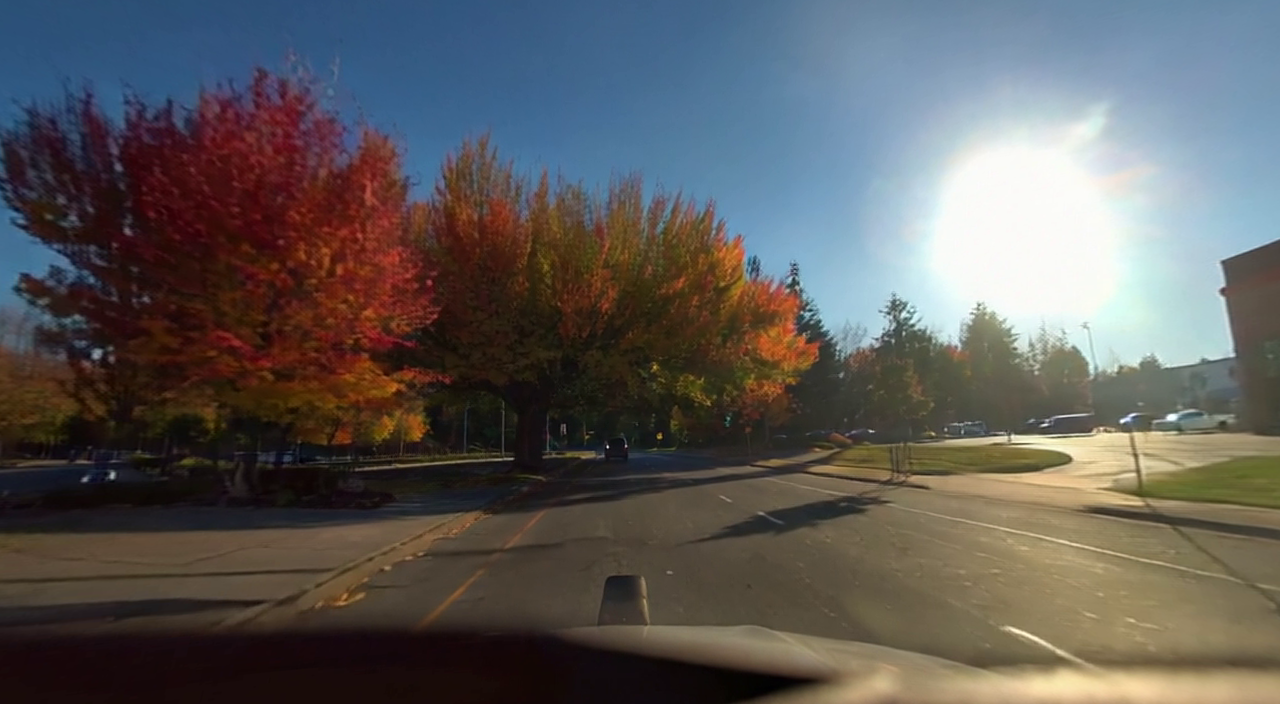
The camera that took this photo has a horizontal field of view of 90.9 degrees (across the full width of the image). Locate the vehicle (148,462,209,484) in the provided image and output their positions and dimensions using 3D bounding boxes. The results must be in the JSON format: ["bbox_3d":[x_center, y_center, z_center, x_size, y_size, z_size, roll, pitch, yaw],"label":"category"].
[{"bbox_3d":[-36.244,9.514,49.639,1.784,1.536,3.893,0,-8,0],"label":"vehicle"}]
